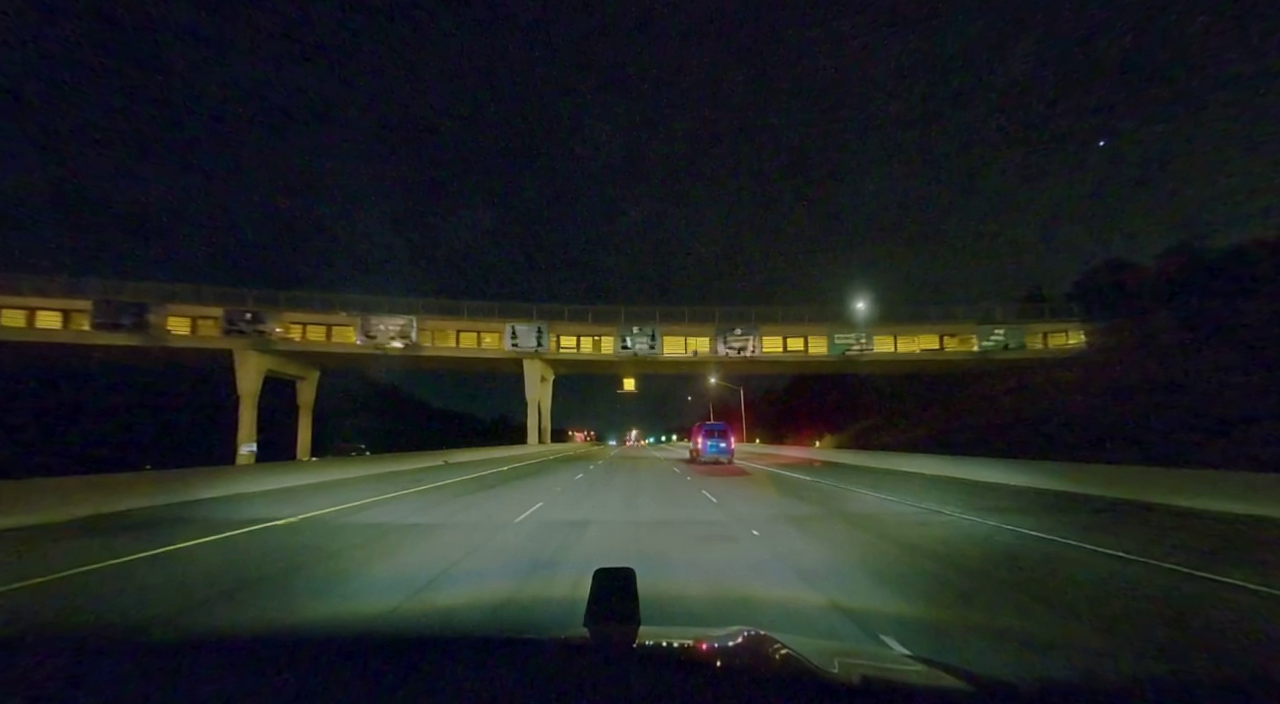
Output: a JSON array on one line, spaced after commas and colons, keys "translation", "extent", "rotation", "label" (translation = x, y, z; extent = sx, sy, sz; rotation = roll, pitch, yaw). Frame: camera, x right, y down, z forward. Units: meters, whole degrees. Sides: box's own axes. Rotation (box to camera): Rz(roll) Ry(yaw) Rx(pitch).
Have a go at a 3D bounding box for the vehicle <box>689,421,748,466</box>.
[{"translation": [3.740, 4.487, 30.845], "extent": [2.161, 2.002, 4.631], "rotation": [0, -8, -2], "label": "vehicle"}]
